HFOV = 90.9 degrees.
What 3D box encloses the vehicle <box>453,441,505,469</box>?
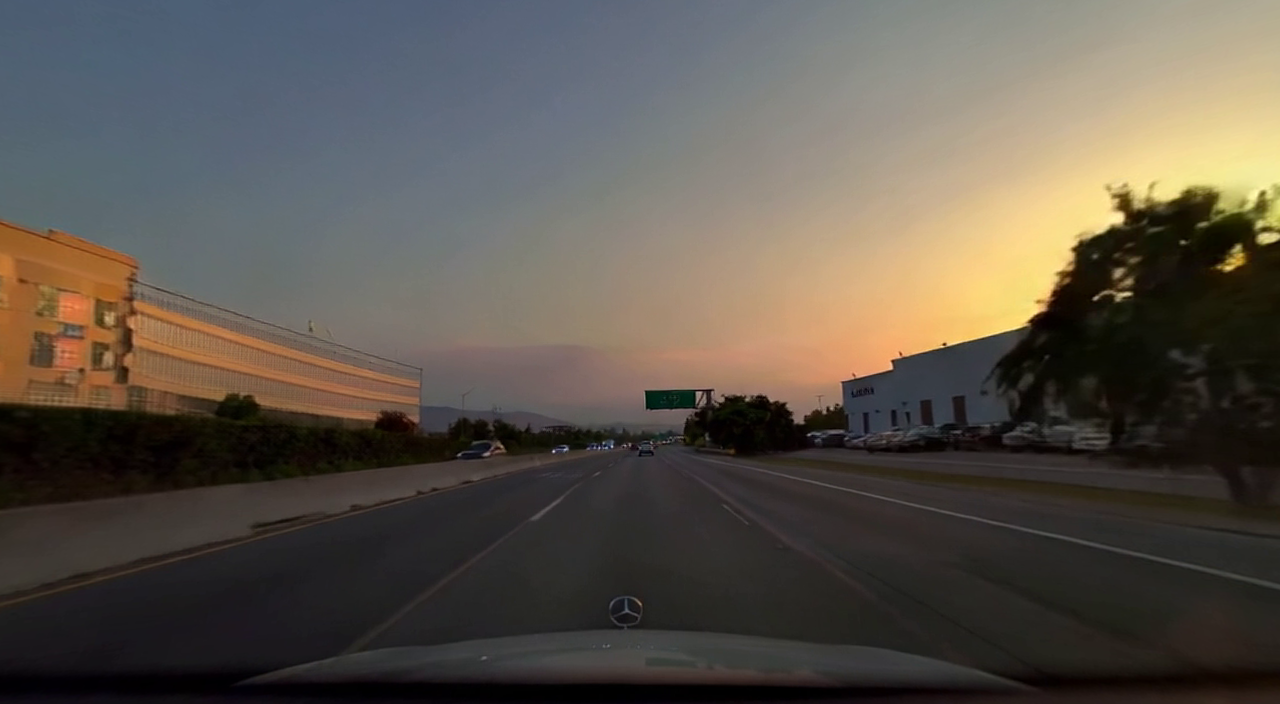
[{"bbox_3d":[-10.766,6.900,42.500,2.040,1.711,5.175,0,-8,1],"label":"vehicle"}]
